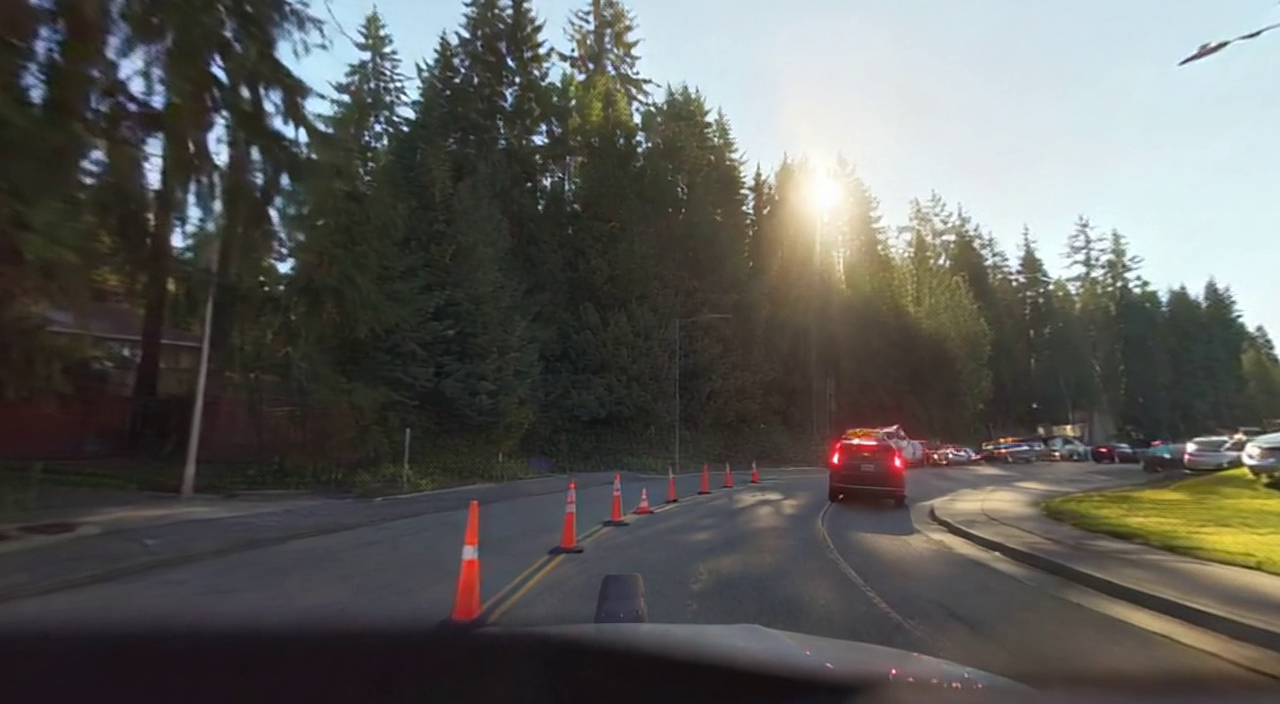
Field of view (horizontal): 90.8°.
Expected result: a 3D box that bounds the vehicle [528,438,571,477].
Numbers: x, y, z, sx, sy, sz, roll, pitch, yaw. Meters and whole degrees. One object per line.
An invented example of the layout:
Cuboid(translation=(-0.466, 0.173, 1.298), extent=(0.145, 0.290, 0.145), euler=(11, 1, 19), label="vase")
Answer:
Cuboid(translation=(-6.188, 7.250, 43.389), extent=(2.665, 2.465, 1.532), euler=(3, -7, -2), label="vehicle")

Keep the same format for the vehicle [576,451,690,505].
Cuboid(translation=(-0.063, 3.779, 19.488), extent=(1.933, 1.428, 4.449), euler=(-4, -10, 21), label="vehicle")

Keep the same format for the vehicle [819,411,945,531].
Cuboid(translation=(5.069, 2.499, 13.682), extent=(1.913, 2.241, 3.024), euler=(-3, -8, 11), label="vehicle")
